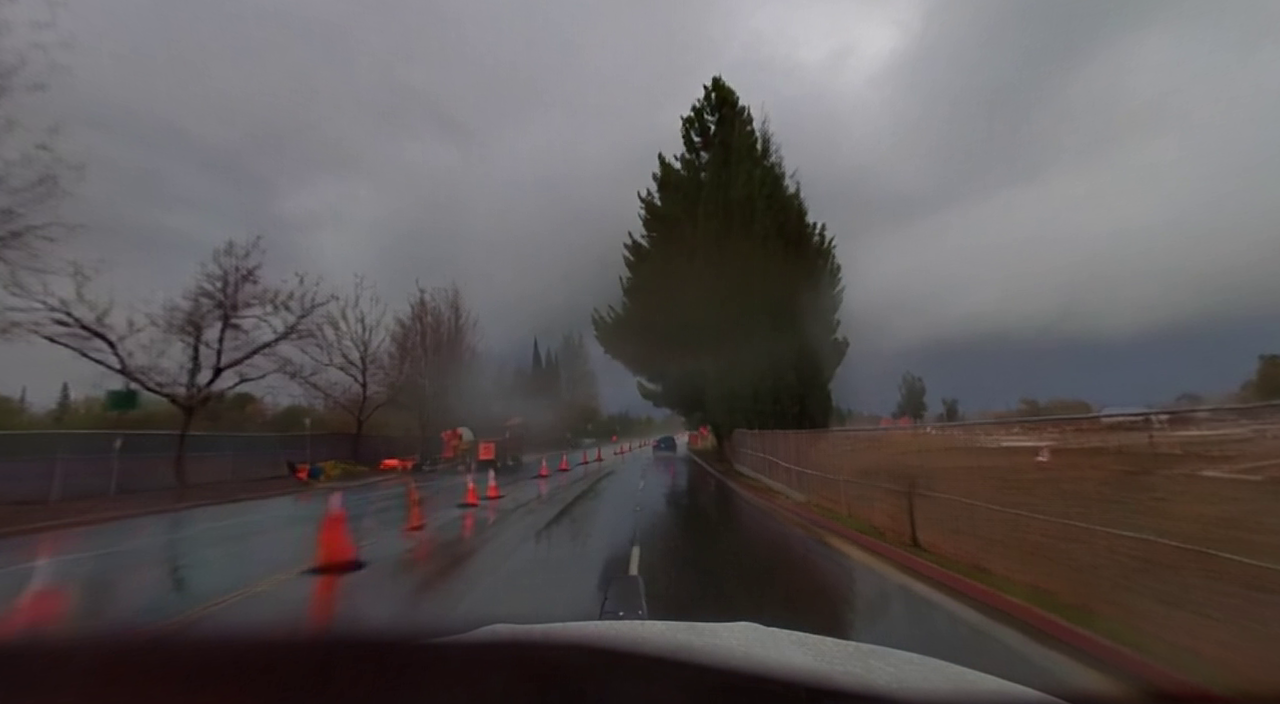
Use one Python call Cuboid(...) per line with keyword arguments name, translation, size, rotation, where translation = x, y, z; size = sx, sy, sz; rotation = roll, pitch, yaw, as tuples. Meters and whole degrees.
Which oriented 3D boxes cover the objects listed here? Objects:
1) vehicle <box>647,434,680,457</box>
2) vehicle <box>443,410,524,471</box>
Cuboid(name="vehicle", translation=(1.610, 6.501, 43.923), size=(2.172, 1.486, 3.581), rotation=(0, -9, 2))
Cuboid(name="vehicle", translation=(-7.344, 4.205, 29.967), size=(3.064, 2.710, 2.385), rotation=(-1, -9, 4))
